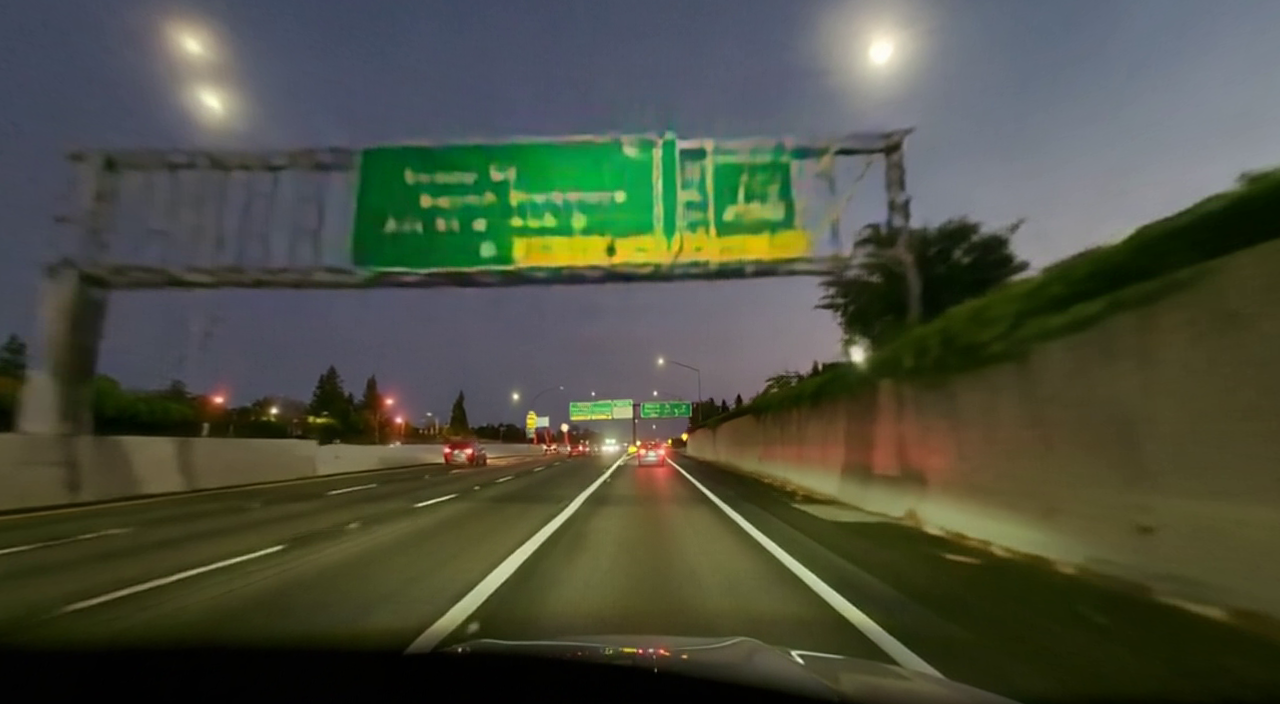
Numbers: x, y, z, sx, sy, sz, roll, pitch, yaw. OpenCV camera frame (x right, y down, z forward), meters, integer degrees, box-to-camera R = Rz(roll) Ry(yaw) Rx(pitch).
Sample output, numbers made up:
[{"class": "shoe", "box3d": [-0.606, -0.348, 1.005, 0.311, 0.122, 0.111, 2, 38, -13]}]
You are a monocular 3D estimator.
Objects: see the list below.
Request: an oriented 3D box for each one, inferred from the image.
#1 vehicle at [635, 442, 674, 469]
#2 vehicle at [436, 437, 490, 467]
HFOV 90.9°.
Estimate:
[{"class": "vehicle", "box3d": [0.848, 5.998, 36.799, 2.137, 1.461, 3.999, -1, -8, 1]}, {"class": "vehicle", "box3d": [-11.547, 6.548, 41.512, 2.246, 1.812, 4.740, 0, -8, -1]}]
